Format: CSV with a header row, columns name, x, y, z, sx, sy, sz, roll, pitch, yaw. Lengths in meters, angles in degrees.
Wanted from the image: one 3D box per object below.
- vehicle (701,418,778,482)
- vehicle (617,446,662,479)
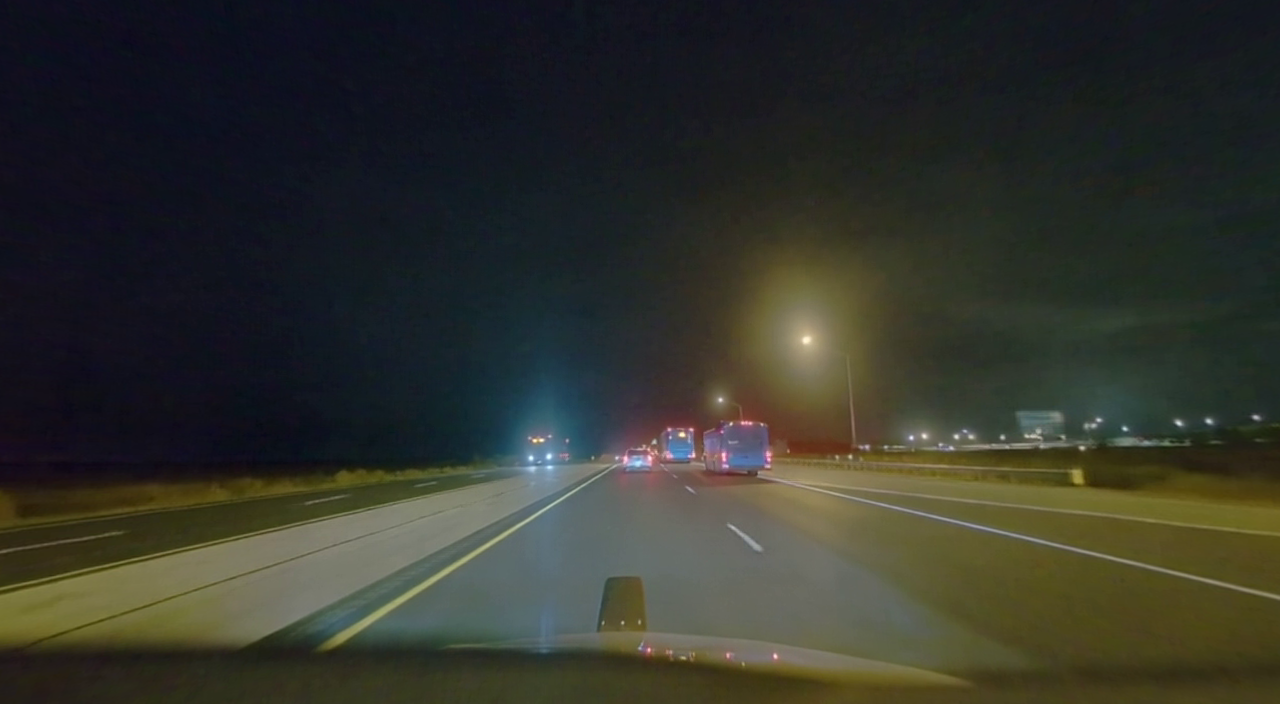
name,x,y,z,sx,sy,sz,roll,pitch,yaw
vehicle,4.303,4.426,28.438,2.440,2.555,5.957,0,-9,0
vehicle,-0.023,5.252,30.177,2.004,1.449,3.817,0,-9,0
